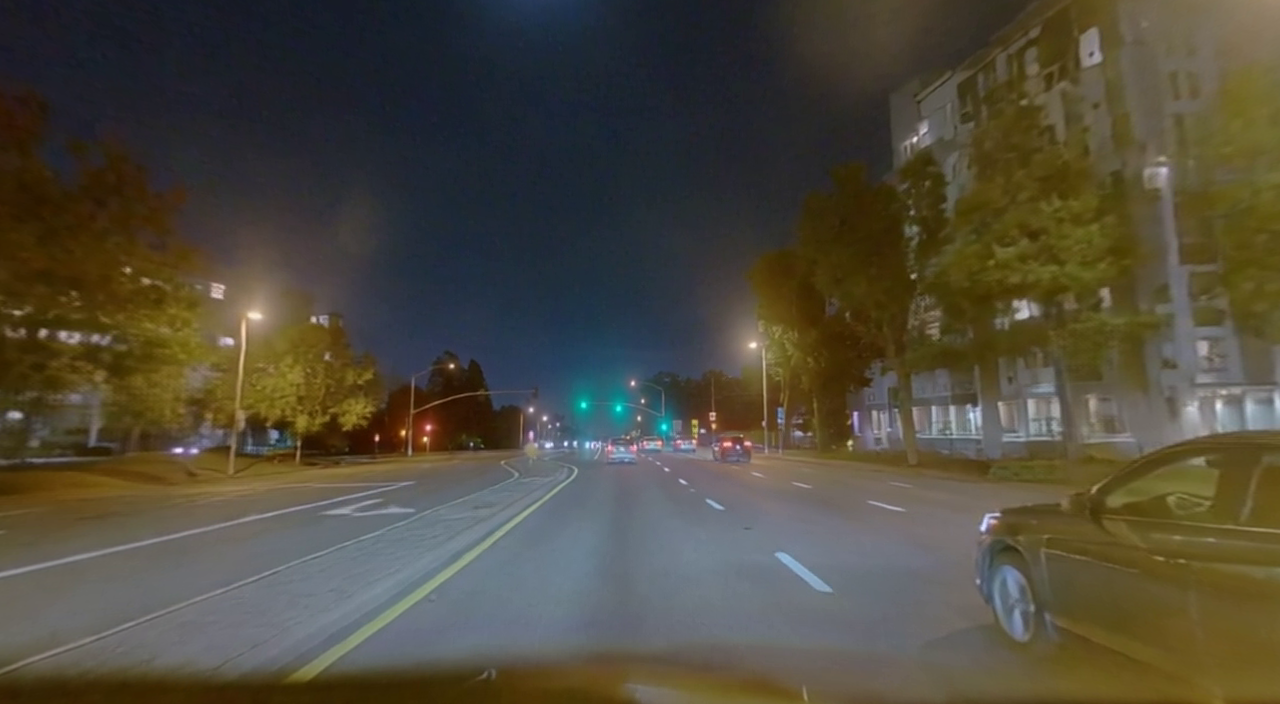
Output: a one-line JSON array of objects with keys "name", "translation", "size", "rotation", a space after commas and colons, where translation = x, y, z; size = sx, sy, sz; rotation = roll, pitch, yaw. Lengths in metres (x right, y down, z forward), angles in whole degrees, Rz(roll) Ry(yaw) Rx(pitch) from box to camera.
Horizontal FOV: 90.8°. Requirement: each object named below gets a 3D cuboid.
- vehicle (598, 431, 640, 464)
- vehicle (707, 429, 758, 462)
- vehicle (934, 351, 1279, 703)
[{"name": "vehicle", "translation": [-1.181, 5.063, 33.780], "size": [2.101, 1.641, 4.341], "rotation": [0, -8, -4]}, {"name": "vehicle", "translation": [5.702, 5.836, 39.605], "size": [2.052, 1.886, 5.297], "rotation": [0, -8, -4]}, {"name": "vehicle", "translation": [3.461, 0.887, 2.901], "size": [1.893, 1.664, 4.670], "rotation": [0, -8, -1]}]
